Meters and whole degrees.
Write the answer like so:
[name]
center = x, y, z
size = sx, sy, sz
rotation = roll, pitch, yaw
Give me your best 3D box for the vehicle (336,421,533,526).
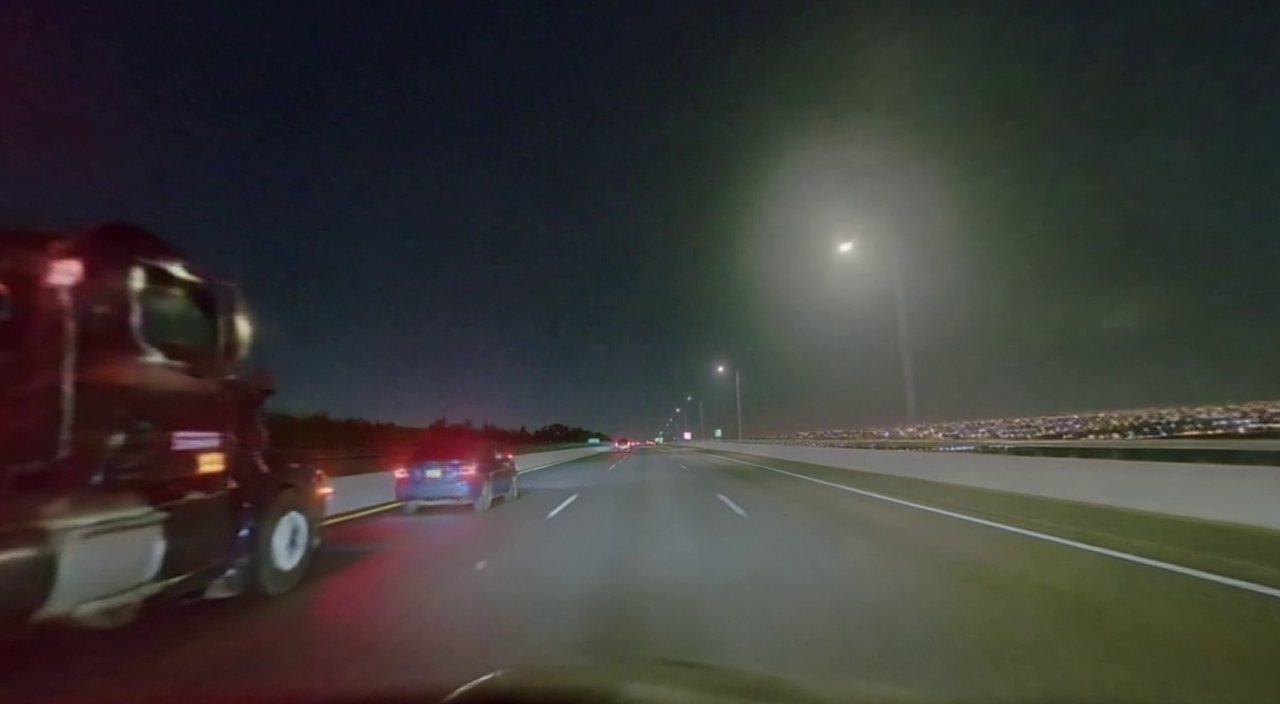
[vehicle]
center = -3.589, 2.217, 12.171
size = 2.053, 1.587, 4.855
rotation = 0, -8, 2
